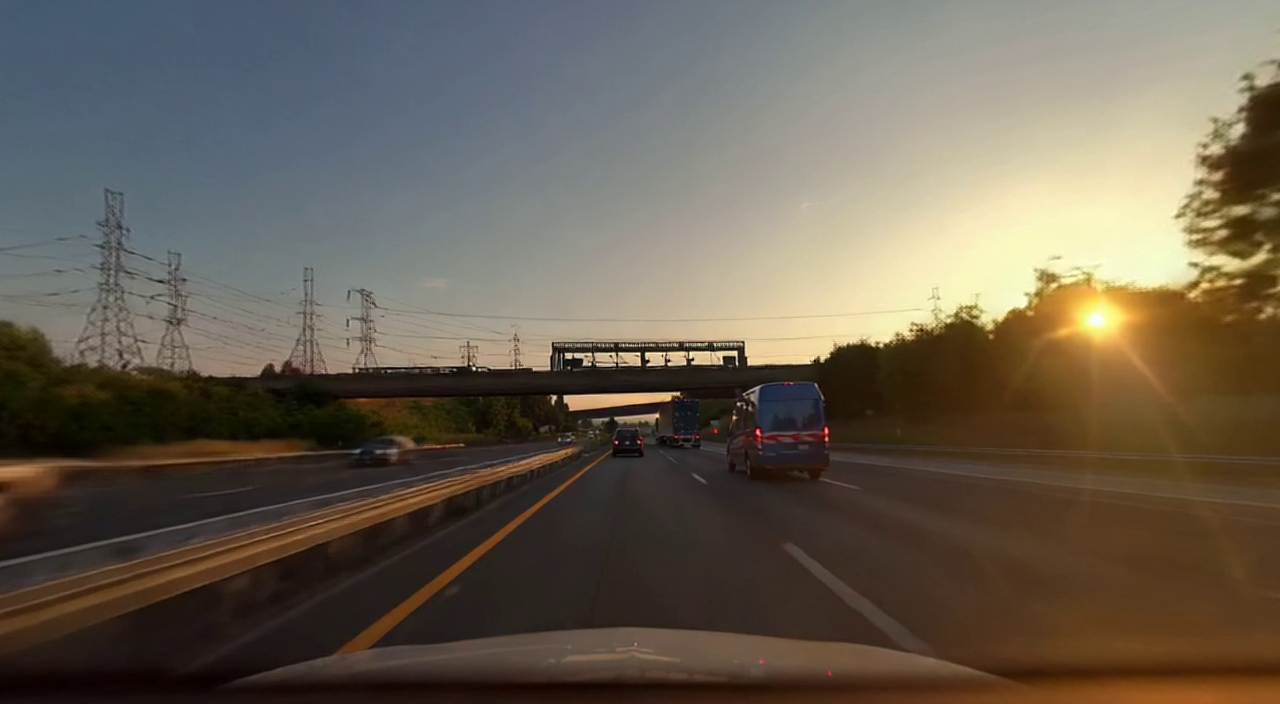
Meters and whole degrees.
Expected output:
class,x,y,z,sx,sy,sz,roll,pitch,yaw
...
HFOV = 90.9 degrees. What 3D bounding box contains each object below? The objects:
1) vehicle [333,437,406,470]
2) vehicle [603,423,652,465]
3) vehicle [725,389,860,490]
class,x,y,z,sx,sy,sz,roll,pitch,yaw
vehicle,-13.186,4.934,30.958,1.842,1.486,3.971,0,-8,0
vehicle,-0.569,4.185,28.747,2.073,1.750,4.116,0,-8,-1
vehicle,4.163,2.550,18.453,2.387,2.506,5.374,0,-8,-2
